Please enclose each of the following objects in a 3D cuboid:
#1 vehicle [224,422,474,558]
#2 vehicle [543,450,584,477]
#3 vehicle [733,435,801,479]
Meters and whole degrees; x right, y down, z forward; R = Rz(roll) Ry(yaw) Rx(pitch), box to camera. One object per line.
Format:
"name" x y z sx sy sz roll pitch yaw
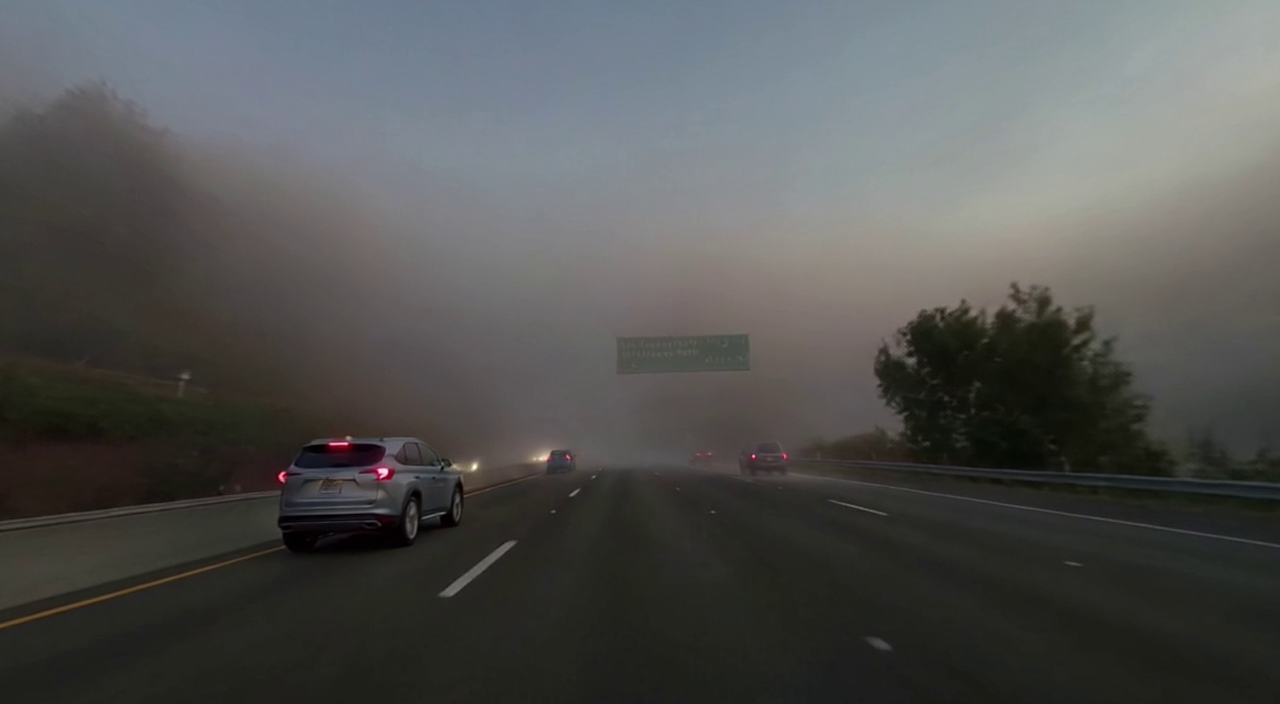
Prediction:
"vehicle" -4.357 2.127 10.396 2.079 1.745 4.281 0 -9 0
"vehicle" -4.459 6.544 37.236 2.009 1.488 4.289 0 -9 -2
"vehicle" 6.595 5.531 33.356 2.378 2.096 5.119 0 -9 -2
